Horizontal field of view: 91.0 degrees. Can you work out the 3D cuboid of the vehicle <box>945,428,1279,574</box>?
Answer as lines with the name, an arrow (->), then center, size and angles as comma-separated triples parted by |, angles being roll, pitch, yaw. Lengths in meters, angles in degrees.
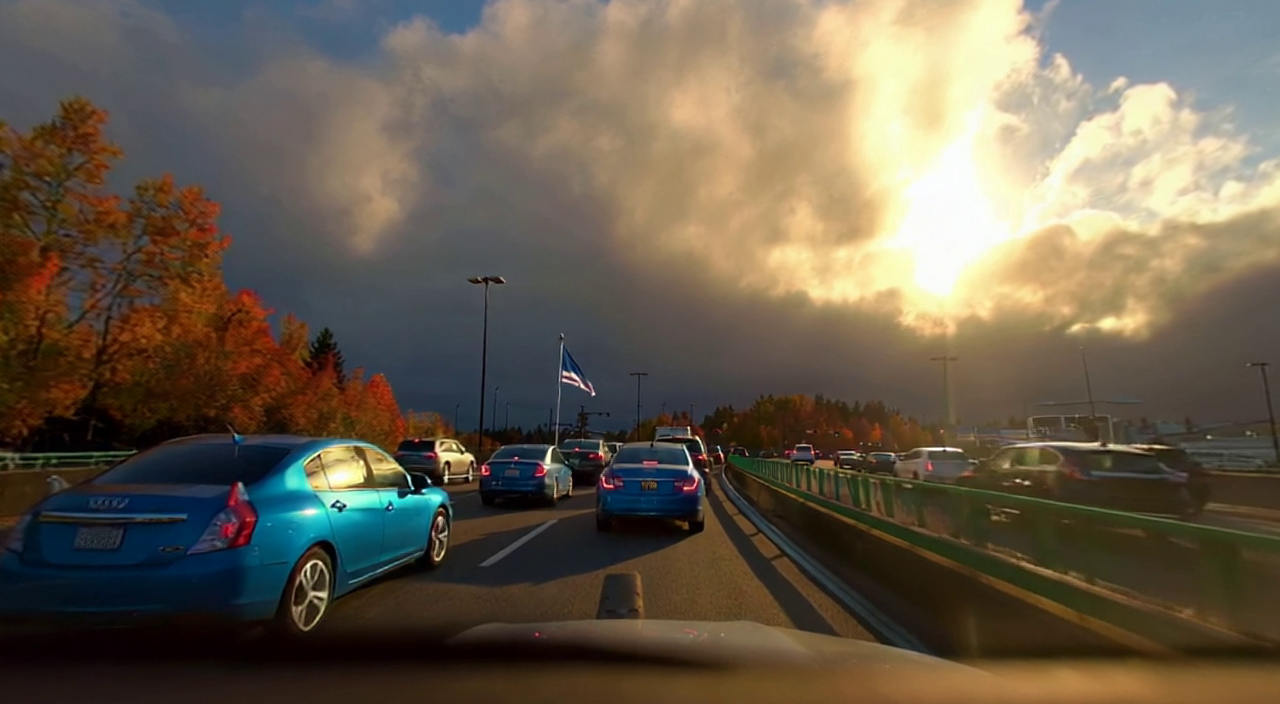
vehicle -> 6.665, 2.029, 9.432 | 2.011, 1.610, 4.568 | 0, -9, 2

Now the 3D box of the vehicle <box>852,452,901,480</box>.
vehicle -> 13.430, 6.467, 35.929 | 1.749, 1.481, 3.808 | -1, -9, 7

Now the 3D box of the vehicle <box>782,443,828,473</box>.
vehicle -> 9.244, 5.968, 35.606 | 1.944, 1.544, 4.301 | -1, -9, 7

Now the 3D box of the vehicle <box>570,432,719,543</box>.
vehicle -> 0.202, 2.221, 11.012 | 2.090, 1.506, 4.276 | 0, -9, 4

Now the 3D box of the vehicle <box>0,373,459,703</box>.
vehicle -> -3.144, 1.226, 4.914 | 1.988, 1.635, 4.260 | 0, -9, 3

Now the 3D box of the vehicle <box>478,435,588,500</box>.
vehicle -> -2.837, 3.210, 17.930 | 1.974, 1.549, 4.603 | 0, -9, 5
